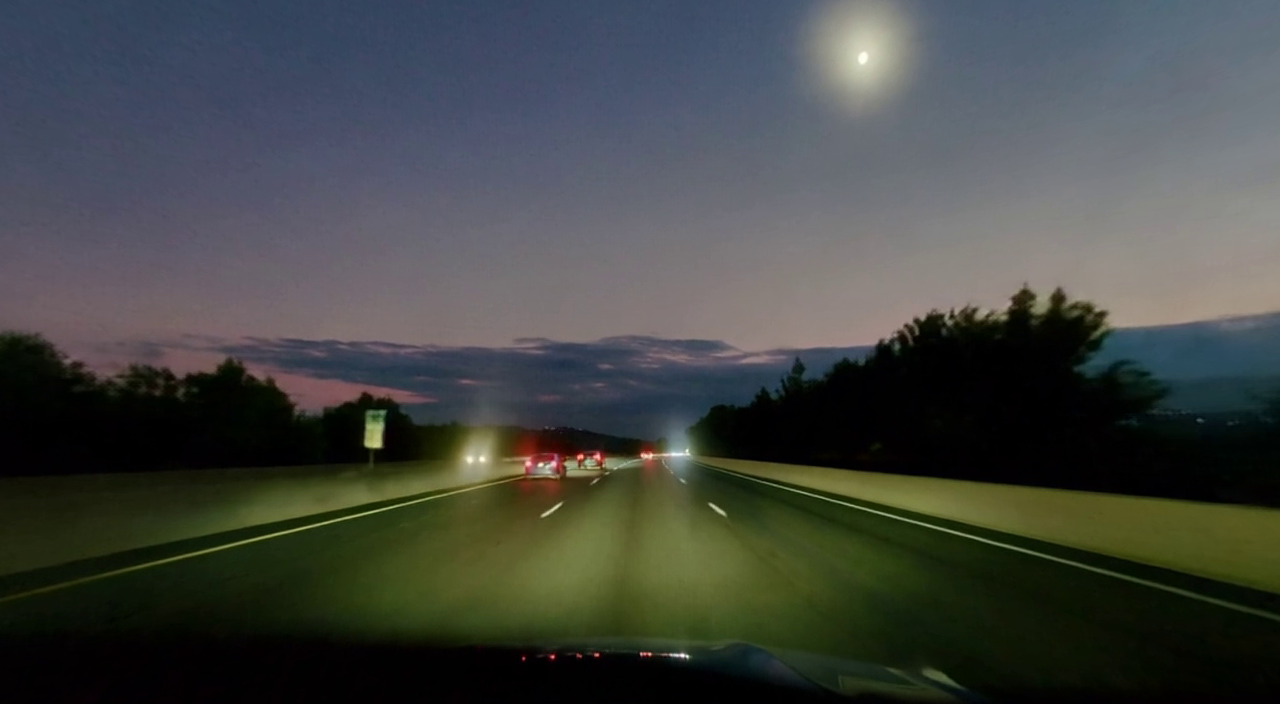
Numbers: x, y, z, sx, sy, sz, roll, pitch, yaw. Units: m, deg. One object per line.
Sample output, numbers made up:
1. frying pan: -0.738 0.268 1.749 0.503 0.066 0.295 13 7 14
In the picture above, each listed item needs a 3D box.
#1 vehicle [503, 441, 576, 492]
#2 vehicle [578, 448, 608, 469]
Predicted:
1. vehicle: -3.451 4.007 22.395 1.846 1.600 4.108 0 -9 1
2. vehicle: -3.622 8.312 49.262 1.996 1.565 4.159 0 -9 1
